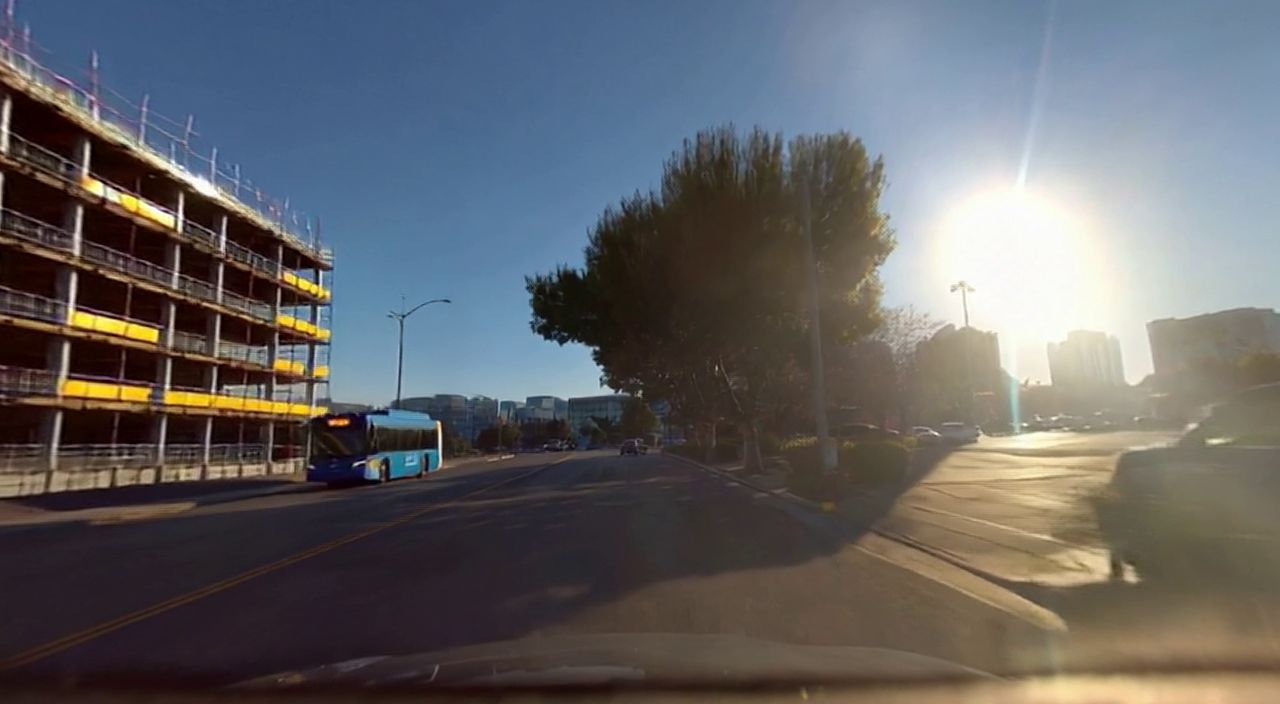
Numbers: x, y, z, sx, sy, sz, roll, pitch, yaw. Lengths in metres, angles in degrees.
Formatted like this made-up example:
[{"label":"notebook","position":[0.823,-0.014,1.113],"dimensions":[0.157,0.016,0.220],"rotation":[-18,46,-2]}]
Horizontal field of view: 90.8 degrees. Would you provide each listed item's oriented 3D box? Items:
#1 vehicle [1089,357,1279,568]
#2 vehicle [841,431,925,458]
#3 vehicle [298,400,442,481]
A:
[{"label":"vehicle","position":[7.033,0.919,5.161],"dimensions":[2.267,1.911,5.816],"rotation":[0,-8,-2]},{"label":"vehicle","position":[13.518,5.175,35.247],"dimensions":[3.897,1.470,1.829],"rotation":[0,-9,-2]},{"label":"vehicle","position":[-10.416,3.536,25.207],"dimensions":[2.979,2.803,5.962],"rotation":[0,-8,1]}]
